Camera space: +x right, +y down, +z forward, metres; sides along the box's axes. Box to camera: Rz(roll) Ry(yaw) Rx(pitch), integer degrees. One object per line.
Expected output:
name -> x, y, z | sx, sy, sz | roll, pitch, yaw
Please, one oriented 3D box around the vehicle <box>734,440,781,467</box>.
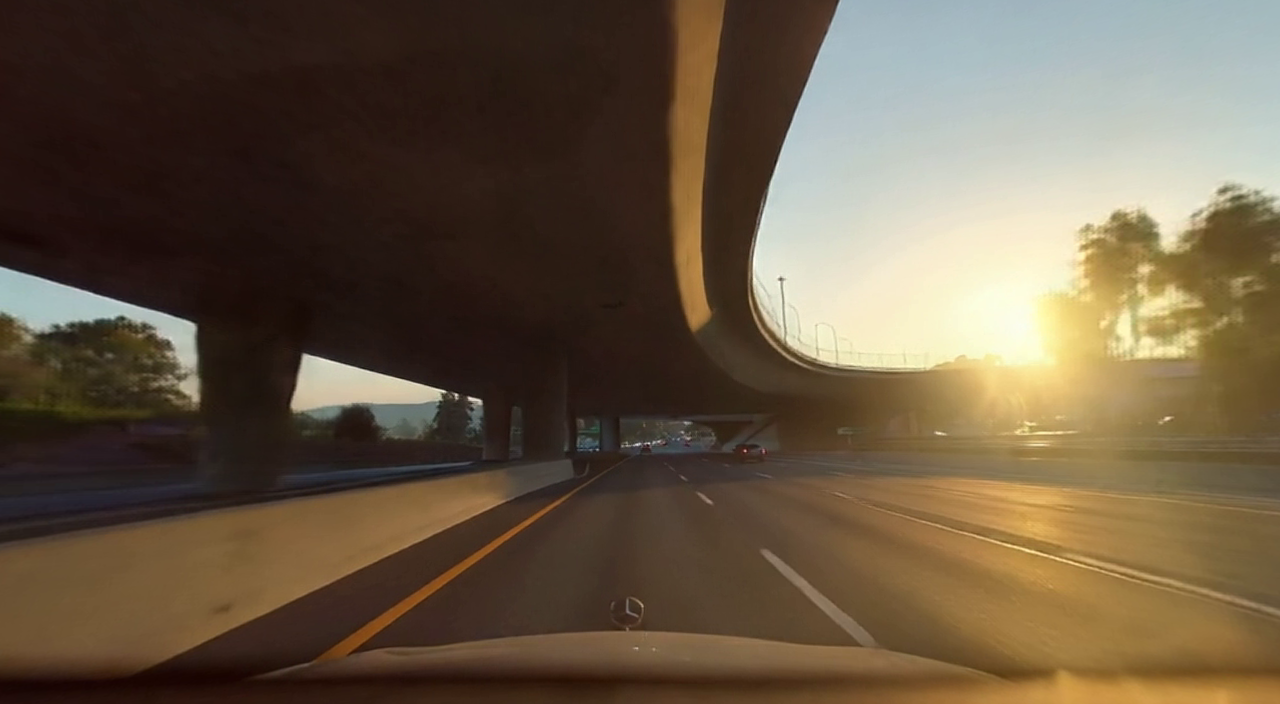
vehicle -> 7.029, 6.102, 38.134 | 2.025, 1.484, 4.208 | 0, -8, -1
